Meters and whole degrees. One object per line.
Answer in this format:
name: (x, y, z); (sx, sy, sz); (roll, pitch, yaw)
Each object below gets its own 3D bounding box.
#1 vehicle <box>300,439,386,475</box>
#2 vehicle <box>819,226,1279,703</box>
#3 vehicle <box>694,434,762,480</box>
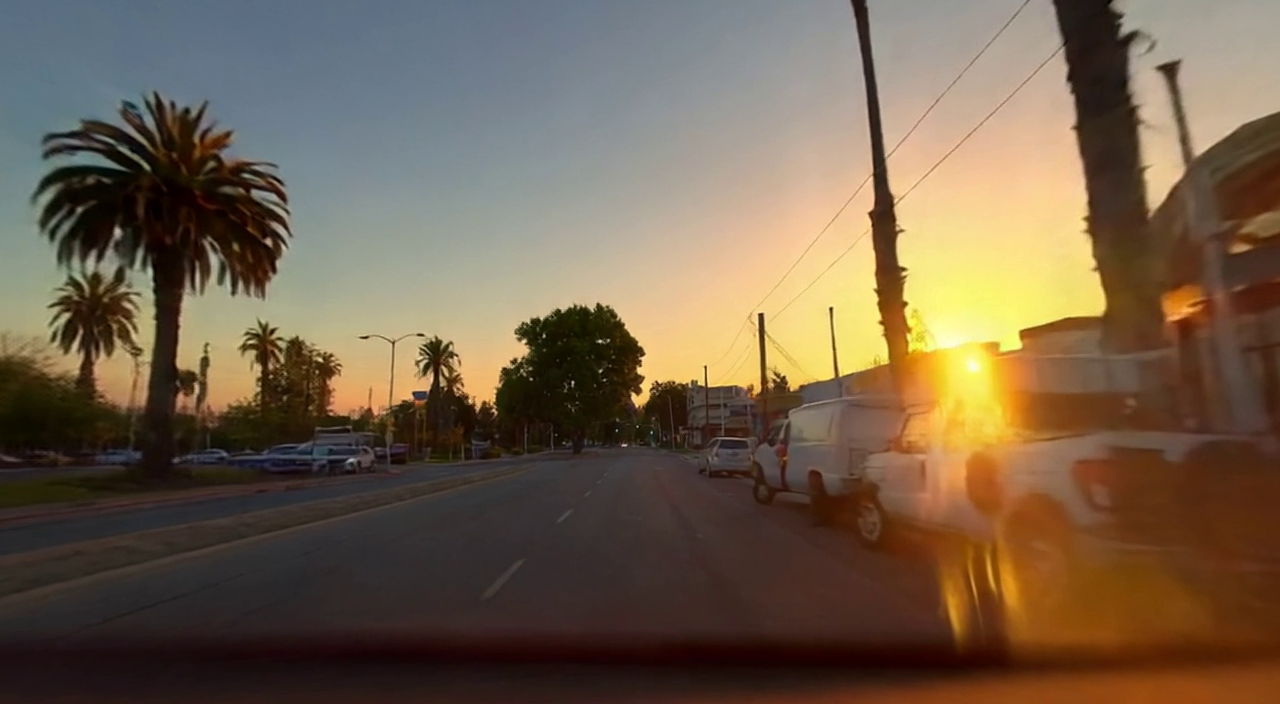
vehicle: (-19.436, 6.822, 41.247); (6.167, 2.125, 2.526); (-7, -10, 38)
vehicle: (3.664, 0.998, 6.026); (2.221, 2.552, 5.594); (0, -9, 0)
vehicle: (3.627, 4.424, 26.835); (2.138, 1.743, 4.363); (0, -8, -1)
